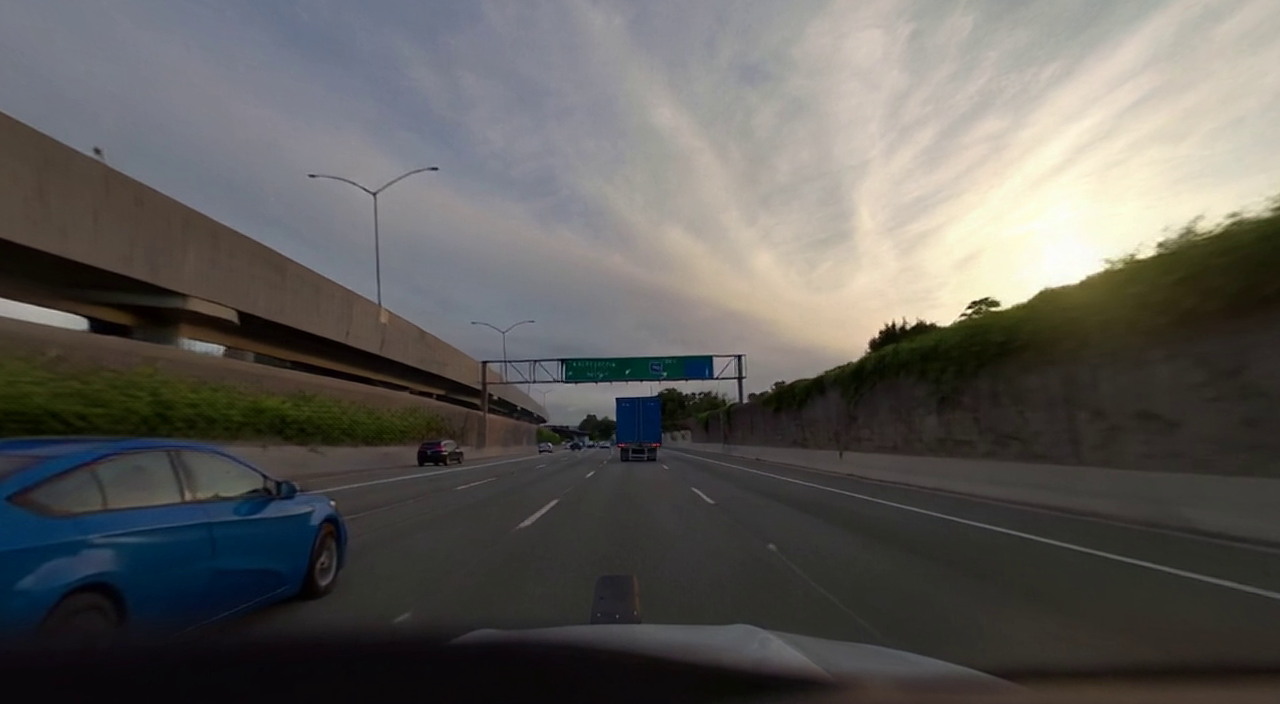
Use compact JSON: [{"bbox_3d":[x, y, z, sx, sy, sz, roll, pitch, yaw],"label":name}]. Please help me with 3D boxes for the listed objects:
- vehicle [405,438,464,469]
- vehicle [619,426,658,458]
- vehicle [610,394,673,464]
[{"bbox_3d":[-11.426,5.645,35.388,1.919,1.625,4.183,0,-8,-1],"label":"vehicle"},{"bbox_3d":[-0.135,5.159,36.094,2.052,1.666,4.358,0,-8,-2],"label":"vehicle"},{"bbox_3d":[-0.204,4.963,39.328,3.233,3.678,11.032,0,-9,-3],"label":"vehicle"}]
